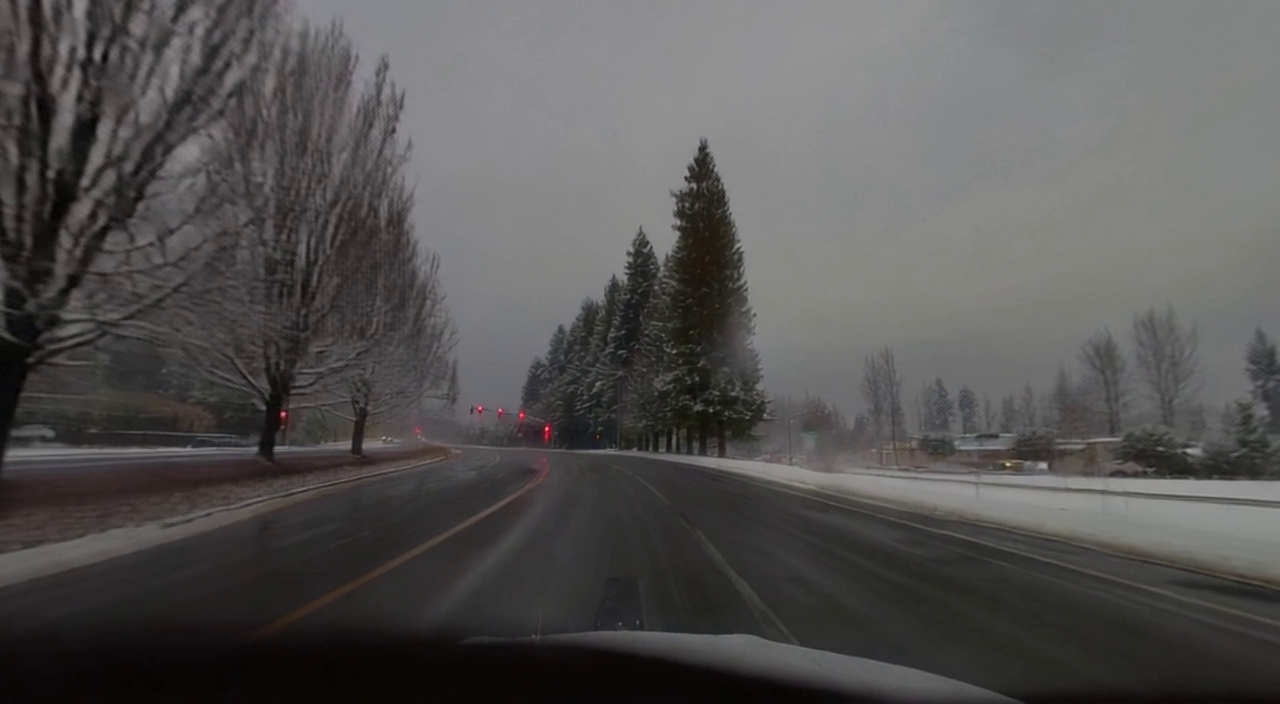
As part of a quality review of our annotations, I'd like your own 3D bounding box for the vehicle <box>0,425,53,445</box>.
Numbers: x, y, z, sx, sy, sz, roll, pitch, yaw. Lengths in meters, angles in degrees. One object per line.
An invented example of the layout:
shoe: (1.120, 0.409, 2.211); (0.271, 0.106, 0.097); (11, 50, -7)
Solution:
vehicle: (-49.240, 6.559, 49.712); (3.885, 1.507, 1.980); (2, -9, -16)
